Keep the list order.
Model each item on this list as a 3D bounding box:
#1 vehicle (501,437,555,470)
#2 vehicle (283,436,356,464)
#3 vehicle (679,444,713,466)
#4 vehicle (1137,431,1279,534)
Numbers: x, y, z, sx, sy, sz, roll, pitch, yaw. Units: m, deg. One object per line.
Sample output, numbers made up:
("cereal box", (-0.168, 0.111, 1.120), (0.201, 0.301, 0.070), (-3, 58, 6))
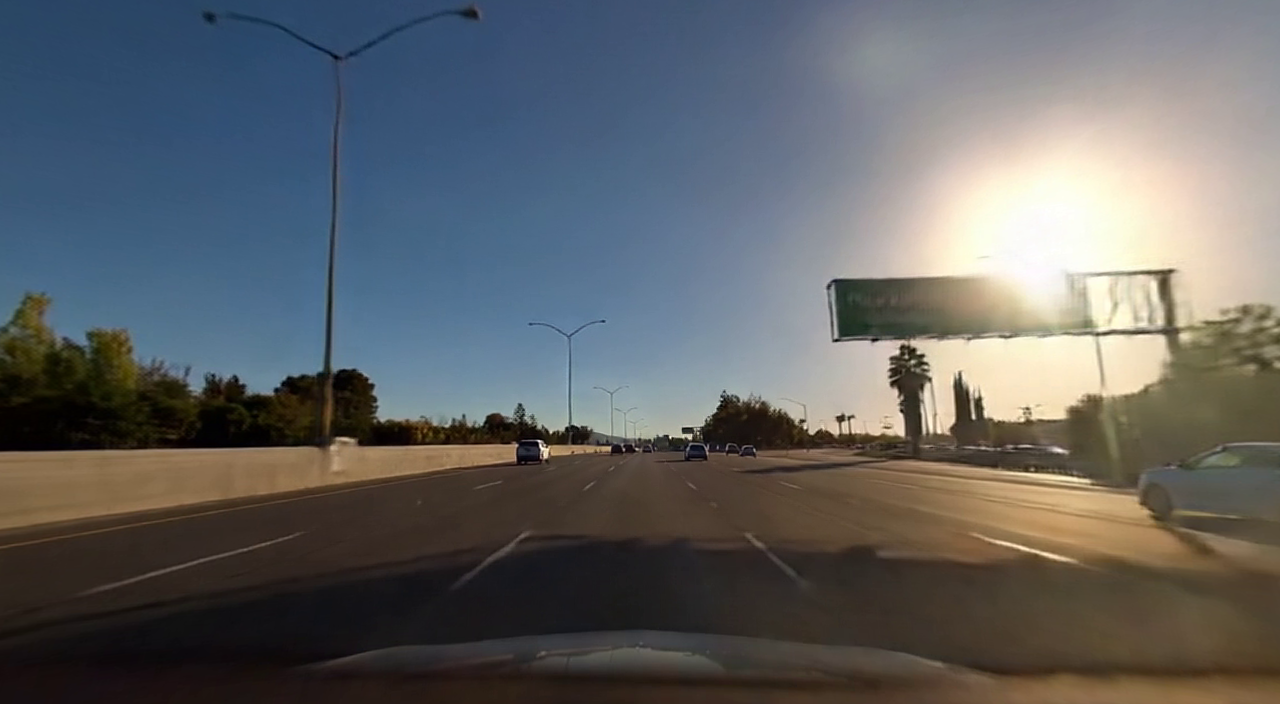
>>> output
("vehicle", (-6.191, 5.680, 35.373), (2.091, 1.746, 4.437), (0, -9, 2))
("vehicle", (-21.297, 6.564, 41.970), (2.140, 1.739, 5.106), (0, -9, 1))
("vehicle", (3.800, 7.041, 43.155), (1.950, 1.453, 3.378), (0, -9, -1))
("vehicle", (10.205, 1.899, 9.132), (1.979, 1.467, 4.839), (0, -8, 0))
